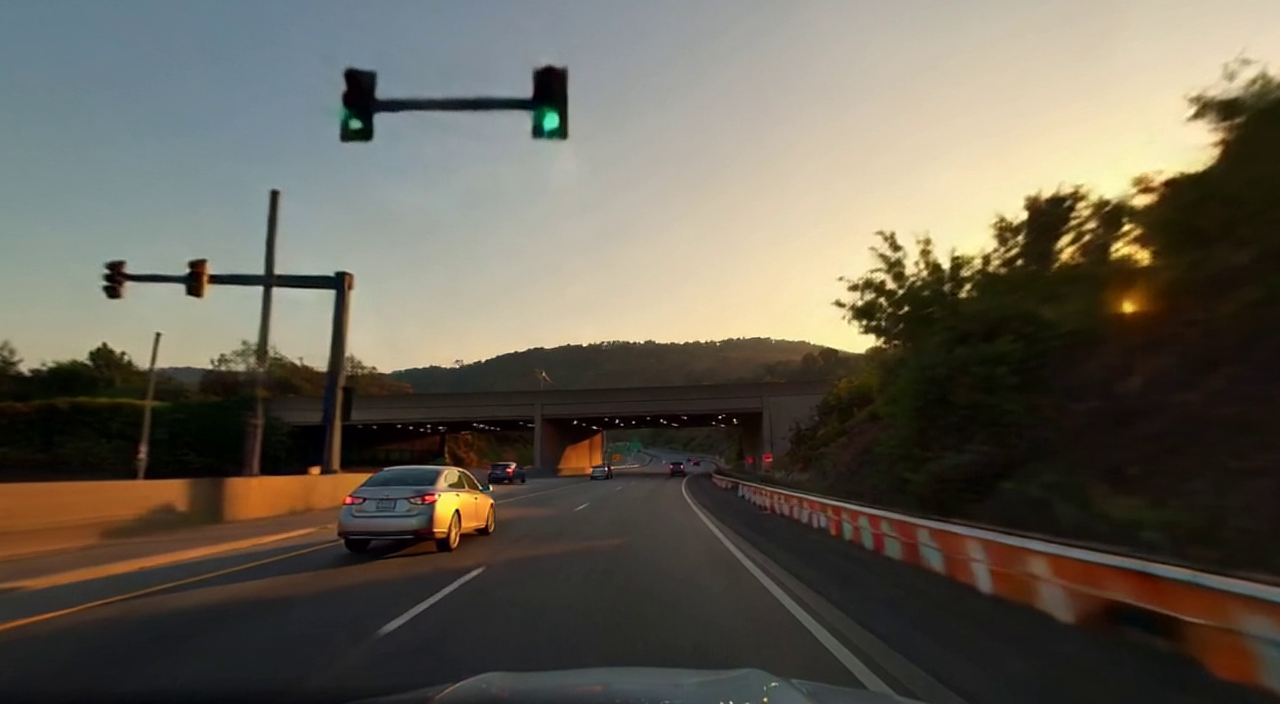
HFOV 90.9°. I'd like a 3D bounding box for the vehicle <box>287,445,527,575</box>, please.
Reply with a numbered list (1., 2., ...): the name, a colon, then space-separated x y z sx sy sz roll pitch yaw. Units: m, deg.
1. vehicle: -3.072 2.186 9.287 1.992 1.466 3.690 0 -10 2
